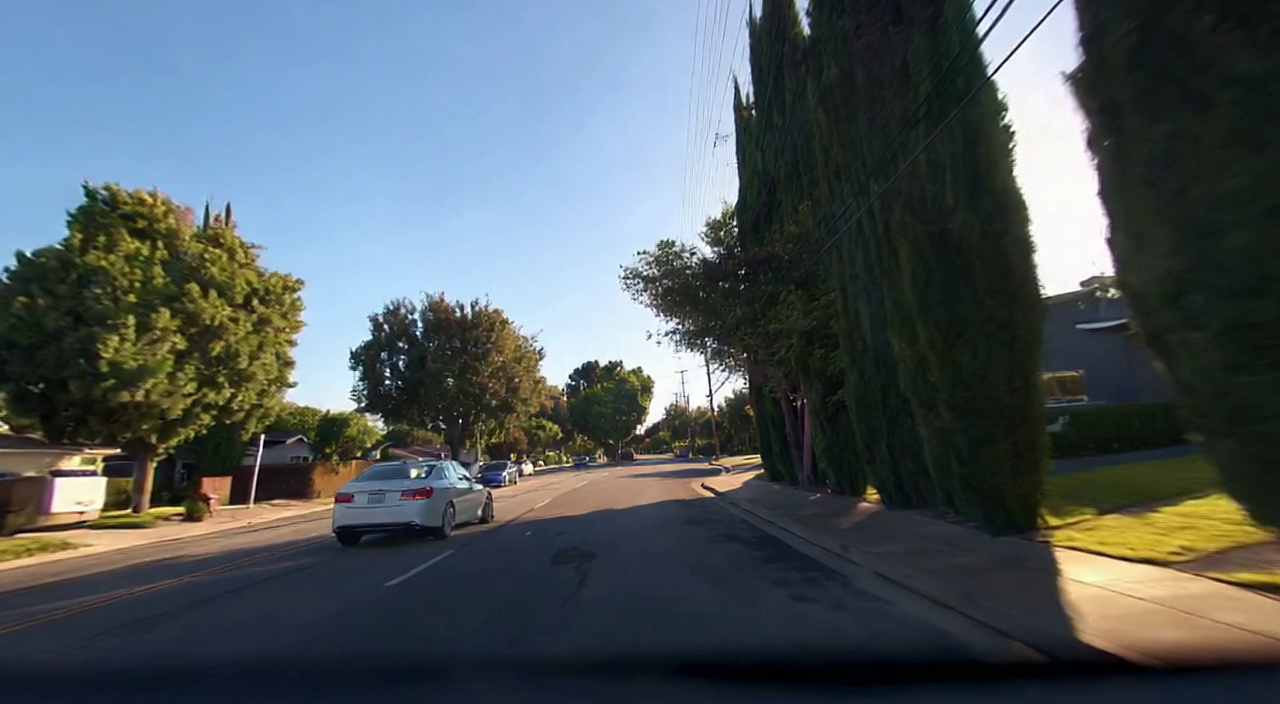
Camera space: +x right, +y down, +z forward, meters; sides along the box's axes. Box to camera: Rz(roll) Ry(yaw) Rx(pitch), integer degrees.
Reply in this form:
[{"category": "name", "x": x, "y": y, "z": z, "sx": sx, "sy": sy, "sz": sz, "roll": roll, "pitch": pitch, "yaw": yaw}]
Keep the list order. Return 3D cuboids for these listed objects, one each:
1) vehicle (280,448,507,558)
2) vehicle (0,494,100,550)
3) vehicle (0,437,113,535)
[{"category": "vehicle", "x": -3.892, "y": 2.439, "z": 11.067, "sx": 2.041, "sy": 1.471, "sz": 4.602, "roll": -1, "pitch": -8, "yaw": 1}, {"category": "vehicle", "x": -19.941, "y": 5.234, "z": 19.459, "sx": 4.472, "sy": 1.482, "sz": 2.050, "roll": 3, "pitch": -10, "yaw": -20}, {"category": "vehicle", "x": -23.478, "y": 4.492, "z": 21.404, "sx": 7.982, "sy": 3.178, "sz": 2.531, "roll": 3, "pitch": -9, "yaw": -19}]
